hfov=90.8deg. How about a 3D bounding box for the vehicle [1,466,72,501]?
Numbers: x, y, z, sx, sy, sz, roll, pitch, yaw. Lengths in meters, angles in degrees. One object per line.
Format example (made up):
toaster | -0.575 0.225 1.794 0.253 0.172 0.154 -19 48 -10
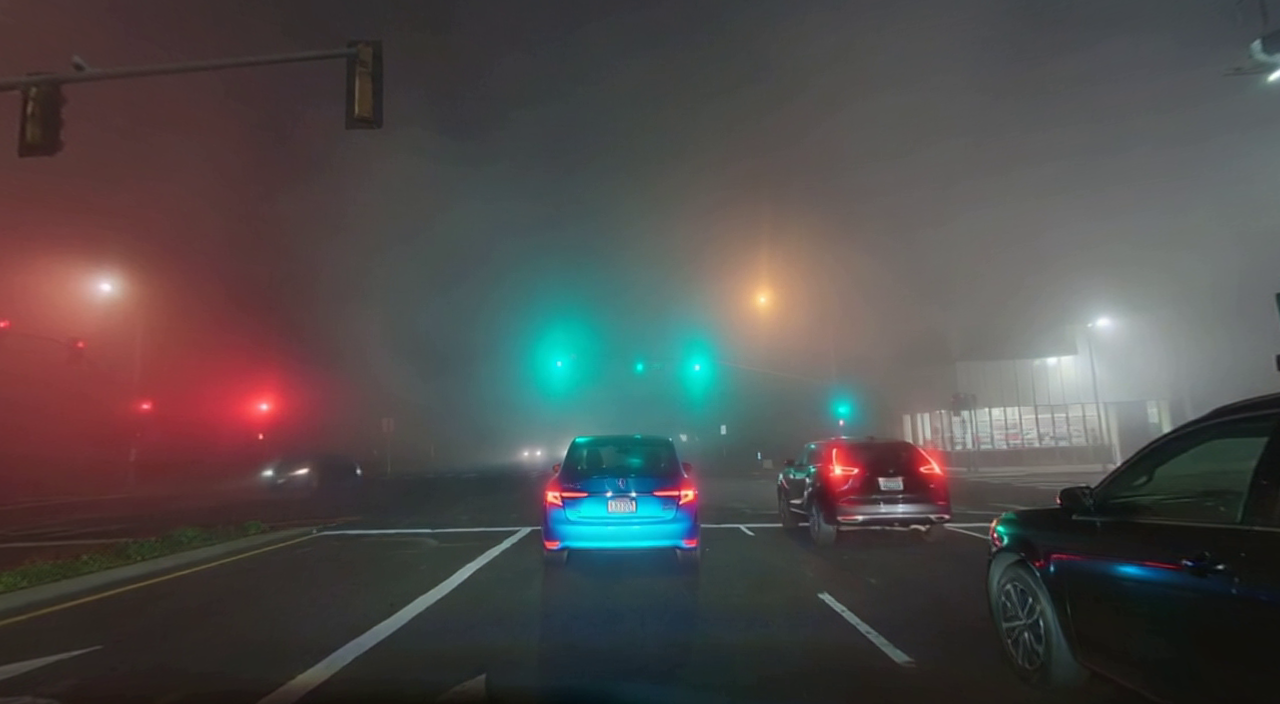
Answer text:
vehicle | -27.999 6.081 29.449 1.972 1.433 4.324 8 -12 -39

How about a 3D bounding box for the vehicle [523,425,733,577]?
vehicle | -0.138 1.788 8.348 2.095 1.502 3.873 0 -8 0

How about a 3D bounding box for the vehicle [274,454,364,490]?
vehicle | -14.638 5.449 29.097 1.817 1.442 4.371 0 -8 0

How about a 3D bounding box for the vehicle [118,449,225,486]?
vehicle | -27.480 6.759 37.358 2.300 1.932 5.056 -1 -8 2

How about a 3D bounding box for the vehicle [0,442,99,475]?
vehicle | -35.727 6.331 37.715 2.145 1.797 5.198 -1 -9 1

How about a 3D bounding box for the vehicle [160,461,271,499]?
vehicle | -19.075 5.766 28.701 1.942 1.453 4.448 0 -8 0

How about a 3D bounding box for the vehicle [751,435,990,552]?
vehicle | 3.221 2.065 10.009 2.009 1.414 4.416 0 -8 -2

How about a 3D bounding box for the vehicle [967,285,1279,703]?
vehicle | 3.012 0.633 1.576 2.047 1.785 4.357 0 -8 0
